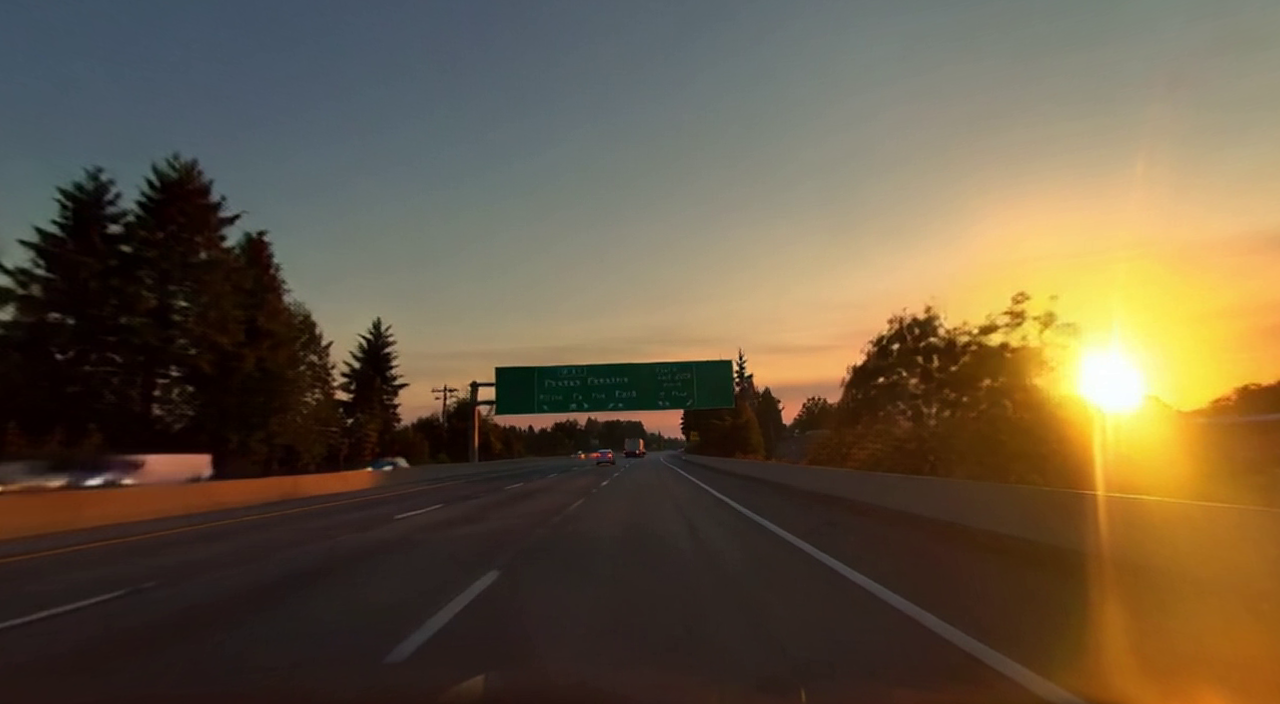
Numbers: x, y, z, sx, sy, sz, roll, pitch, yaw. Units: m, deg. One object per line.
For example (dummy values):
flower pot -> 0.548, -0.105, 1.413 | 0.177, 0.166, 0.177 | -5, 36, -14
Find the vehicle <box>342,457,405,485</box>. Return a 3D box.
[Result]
vehicle -> -15.409, 6.919, 36.518 | 1.879, 1.459, 3.901 | 0, -9, 1

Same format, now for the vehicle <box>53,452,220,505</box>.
vehicle -> -19.383, 4.837, 24.557 | 2.088, 1.792, 5.243 | 0, -9, 1
